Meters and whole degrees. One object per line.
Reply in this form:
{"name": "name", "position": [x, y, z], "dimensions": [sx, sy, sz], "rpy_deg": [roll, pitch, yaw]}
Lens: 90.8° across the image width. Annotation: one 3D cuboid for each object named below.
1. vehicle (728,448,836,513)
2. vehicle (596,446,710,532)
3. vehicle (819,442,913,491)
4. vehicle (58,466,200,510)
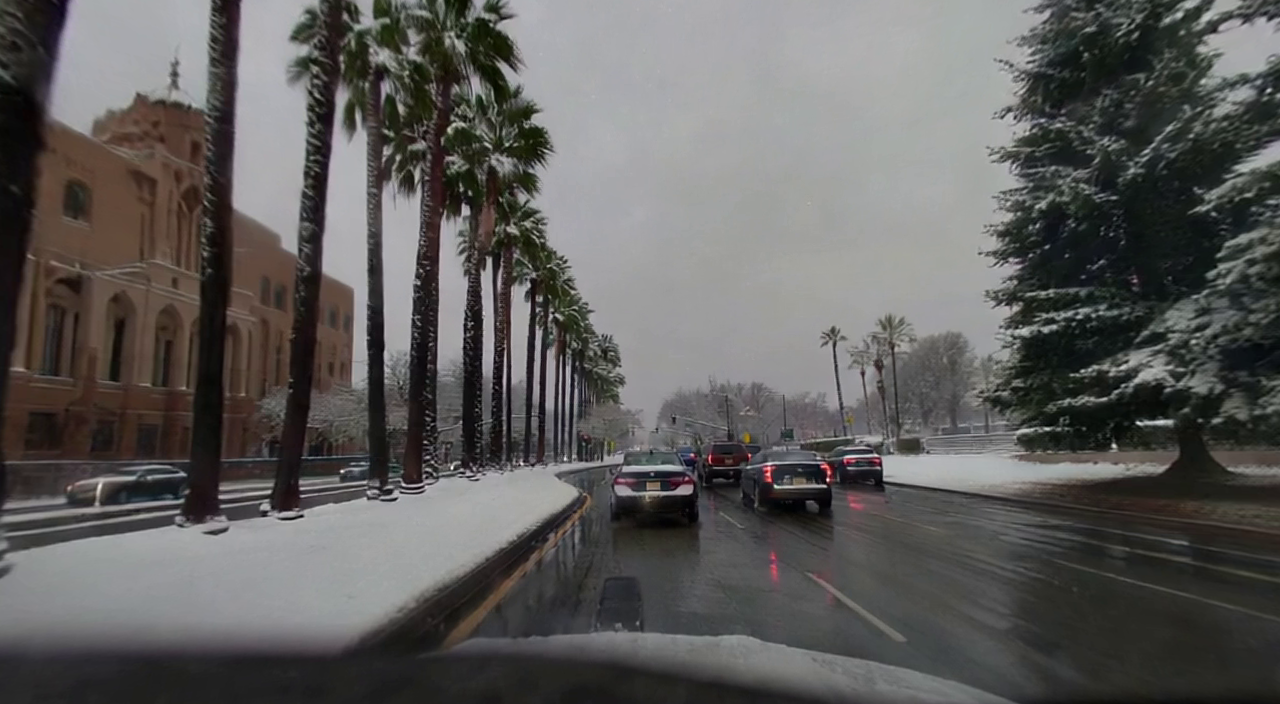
{"name": "vehicle", "position": [3.605, 3.315, 16.837], "dimensions": [1.833, 1.465, 4.258], "rpy_deg": [0, -8, -1]}
{"name": "vehicle", "position": [0.217, 2.749, 13.317], "dimensions": [2.050, 1.521, 3.747], "rpy_deg": [0, -8, -1]}
{"name": "vehicle", "position": [8.799, 4.483, 25.119], "dimensions": [1.994, 1.715, 4.777], "rpy_deg": [0, -8, 0]}
{"name": "vehicle", "position": [-20.673, 5.490, 25.866], "dimensions": [1.990, 1.481, 4.509], "rpy_deg": [0, -8, 0]}
